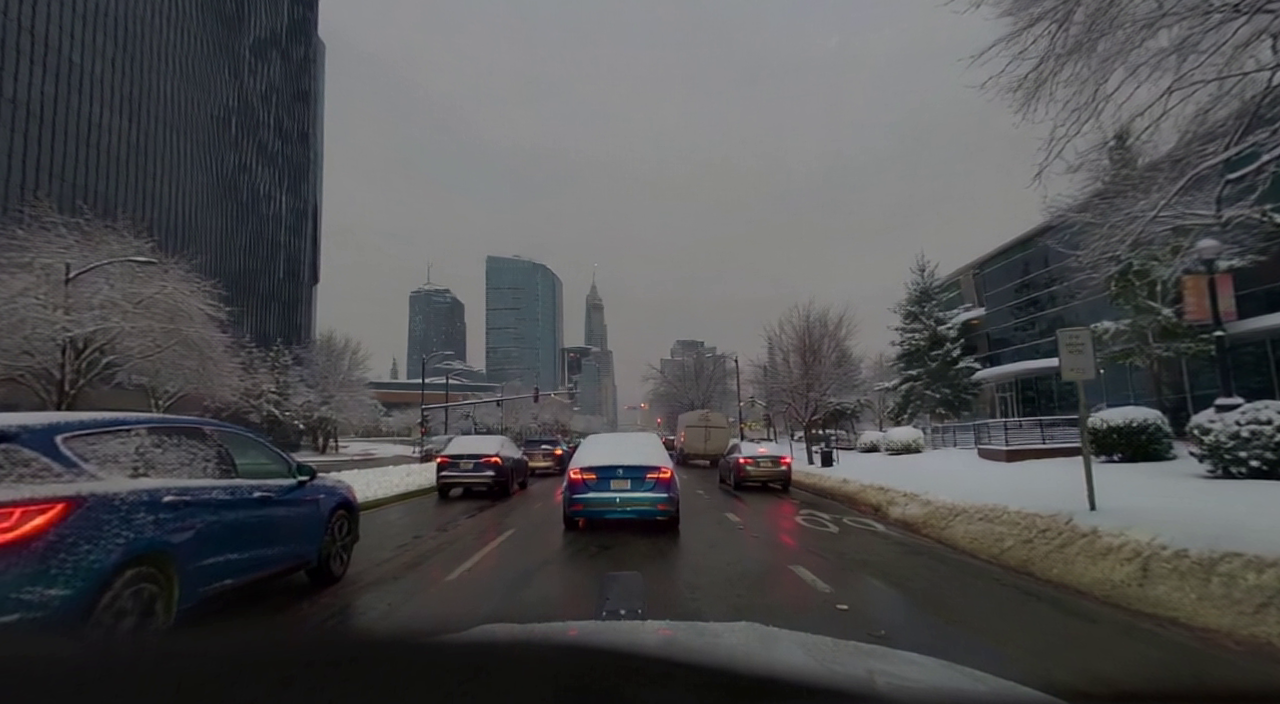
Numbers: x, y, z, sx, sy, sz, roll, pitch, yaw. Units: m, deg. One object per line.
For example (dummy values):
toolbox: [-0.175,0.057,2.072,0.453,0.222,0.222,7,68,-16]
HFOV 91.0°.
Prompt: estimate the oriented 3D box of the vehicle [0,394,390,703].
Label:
vehicle: [-3.599,1.231,4.538,1.933,1.520,4.195,0,-9,-1]

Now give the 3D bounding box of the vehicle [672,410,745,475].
vehicle: [3.909,5.687,39.370,3.074,3.316,12.953,0,-9,0]

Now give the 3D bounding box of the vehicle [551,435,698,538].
vehicle: [-0.189,2.335,11.622,2.174,1.509,4.374,0,-9,1]

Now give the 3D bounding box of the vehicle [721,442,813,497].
vehicle: [3.851,3.636,19.865,1.940,1.514,4.187,0,-9,-1]

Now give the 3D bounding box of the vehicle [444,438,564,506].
vehicle: [-3.351,3.058,16.484,2.044,1.508,4.479,0,-9,1]
